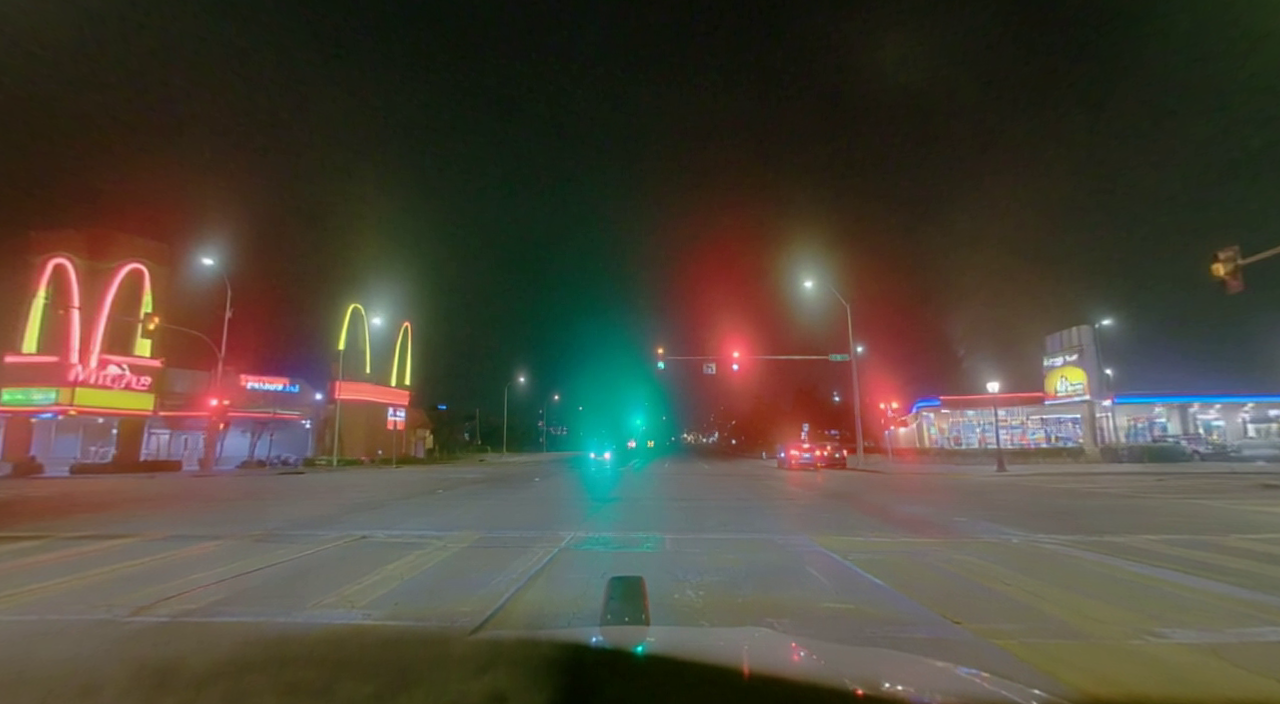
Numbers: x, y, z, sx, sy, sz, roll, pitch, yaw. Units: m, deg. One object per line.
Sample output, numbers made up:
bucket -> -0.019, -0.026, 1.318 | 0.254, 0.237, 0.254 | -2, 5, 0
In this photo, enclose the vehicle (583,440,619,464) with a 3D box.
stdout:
vehicle -> -2.524, 6.626, 41.908 | 2.104, 1.468, 4.195 | 0, -8, 1
